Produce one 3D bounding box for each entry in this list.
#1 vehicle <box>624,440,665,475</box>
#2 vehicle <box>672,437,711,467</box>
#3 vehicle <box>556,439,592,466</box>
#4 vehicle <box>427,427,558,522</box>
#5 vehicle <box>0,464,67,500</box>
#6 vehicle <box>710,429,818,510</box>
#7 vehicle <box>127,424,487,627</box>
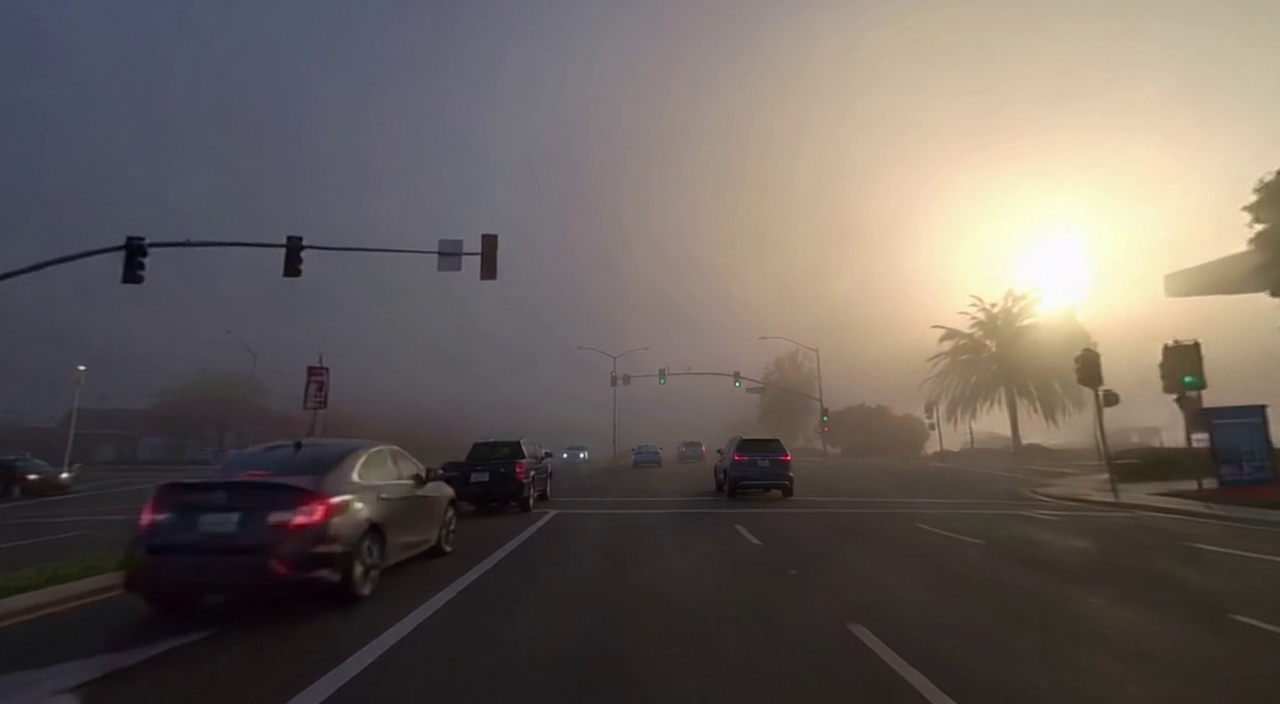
[{"bbox_3d":[0.214,5.449,32.790,1.991,1.664,3.814,0,-8,0],"label":"vehicle"},{"bbox_3d":[3.475,6.876,43.533,2.154,1.975,4.634,0,-8,-1],"label":"vehicle"},{"bbox_3d":[-5.010,7.707,48.320,2.126,1.790,4.332,4,-8,2],"label":"vehicle"},{"bbox_3d":[-3.188,2.735,14.620,1.972,1.827,4.433,-1,-8,0],"label":"vehicle"},{"bbox_3d":[-31.653,6.526,31.665,3.811,1.628,1.920,-1,-8,1],"label":"vehicle"},{"bbox_3d":[2.958,2.884,15.909,1.872,1.752,3.896,0,-8,-1],"label":"vehicle"},{"bbox_3d":[-3.211,1.715,7.282,1.788,1.600,4.298,-1,-8,0],"label":"vehicle"}]
